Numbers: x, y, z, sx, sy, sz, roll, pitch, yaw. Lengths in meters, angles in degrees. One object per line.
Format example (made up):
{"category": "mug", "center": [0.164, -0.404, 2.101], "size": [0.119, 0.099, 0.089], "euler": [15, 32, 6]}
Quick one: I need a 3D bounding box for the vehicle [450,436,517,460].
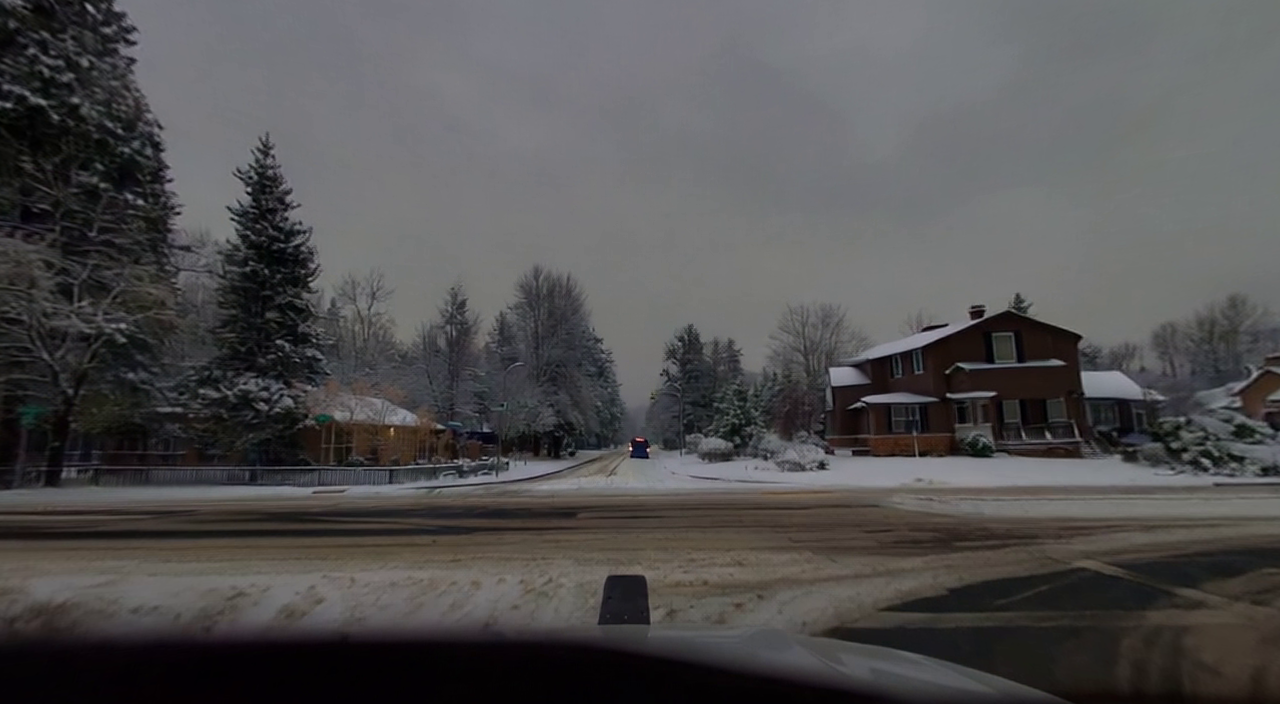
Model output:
{"category": "vehicle", "center": [-12.075, 7.463, 48.856], "size": [4.622, 1.782, 1.836], "euler": [0, -8, 0]}
